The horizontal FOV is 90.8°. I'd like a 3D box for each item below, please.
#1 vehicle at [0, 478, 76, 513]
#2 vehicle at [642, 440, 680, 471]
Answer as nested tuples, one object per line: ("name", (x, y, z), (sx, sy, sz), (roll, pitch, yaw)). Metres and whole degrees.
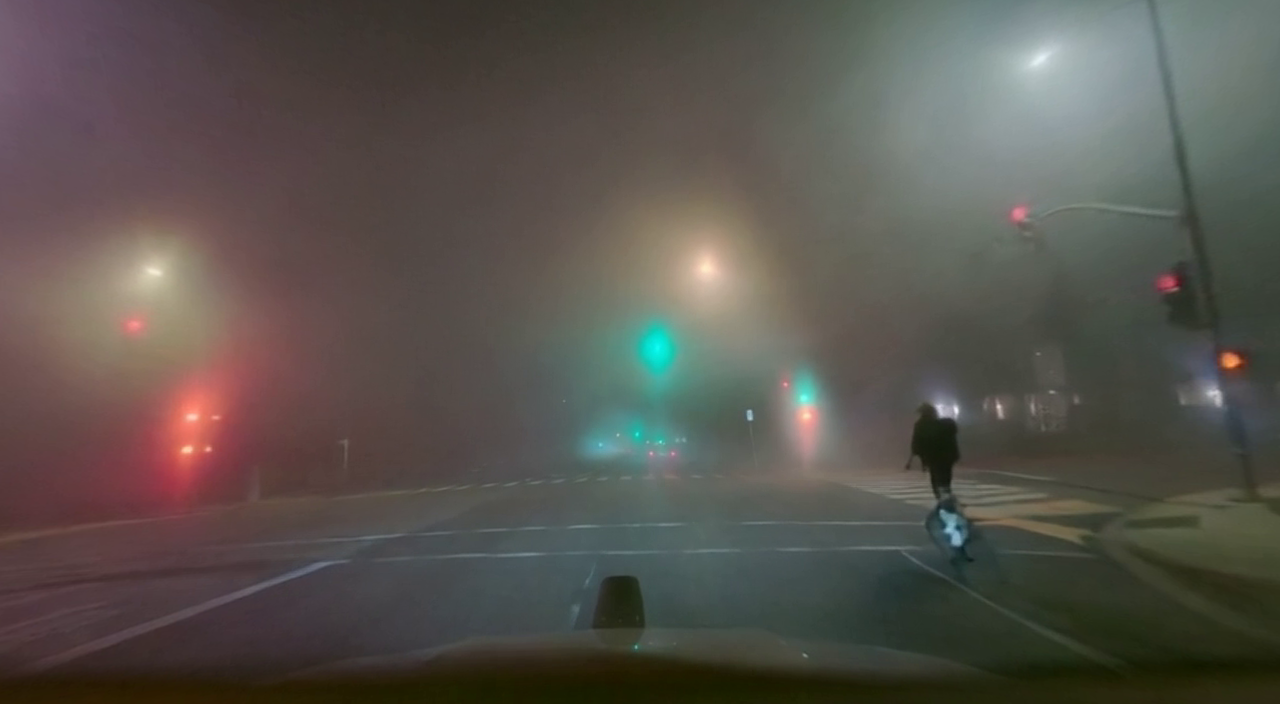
("vehicle", (-31.785, 7.298, 32.242), (1.816, 1.475, 4.497), (0, -9, 0))
("vehicle", (1.328, 6.490, 39.769), (2.215, 1.799, 4.426), (-1, -9, 2))
